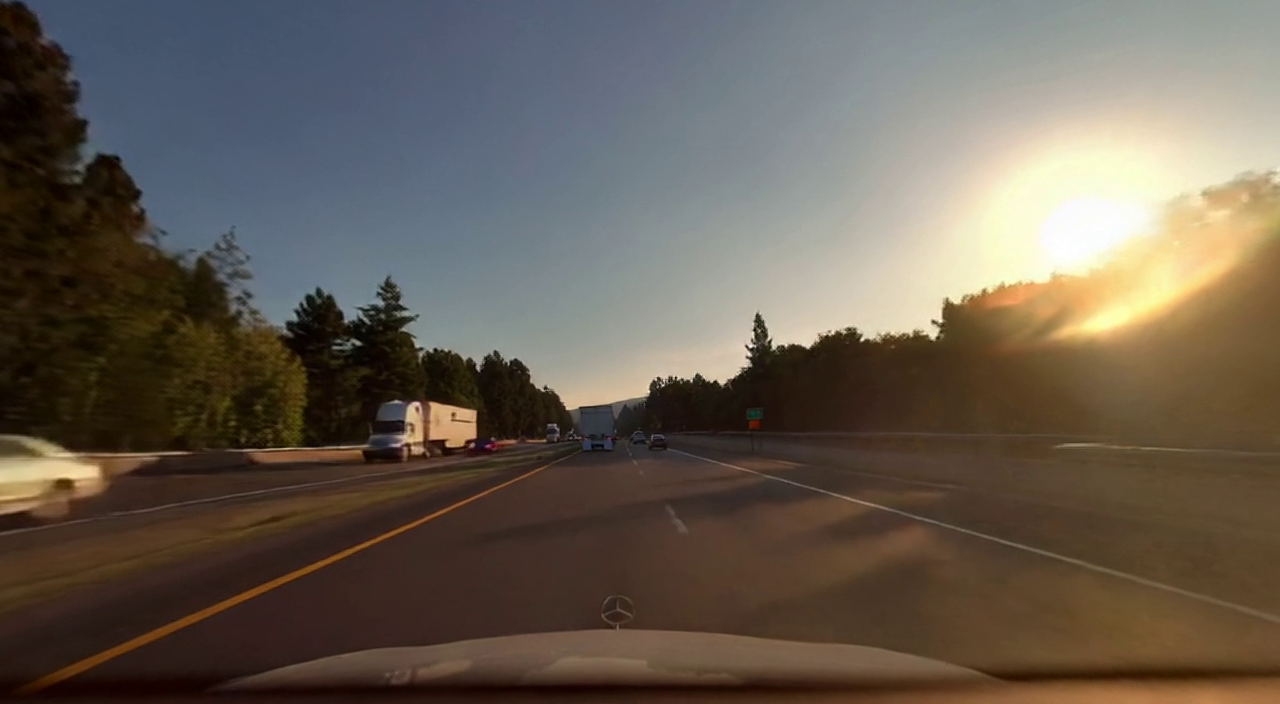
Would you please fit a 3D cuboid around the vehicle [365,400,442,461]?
[{"bbox_3d":[-15.838,5.344,42.585,2.952,3.869,5.852,0,-8,-2],"label":"vehicle"}]

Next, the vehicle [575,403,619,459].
[{"bbox_3d":[-2.548,4.905,38.900,2.450,3.098,6.965,0,-8,-2],"label":"vehicle"}]
